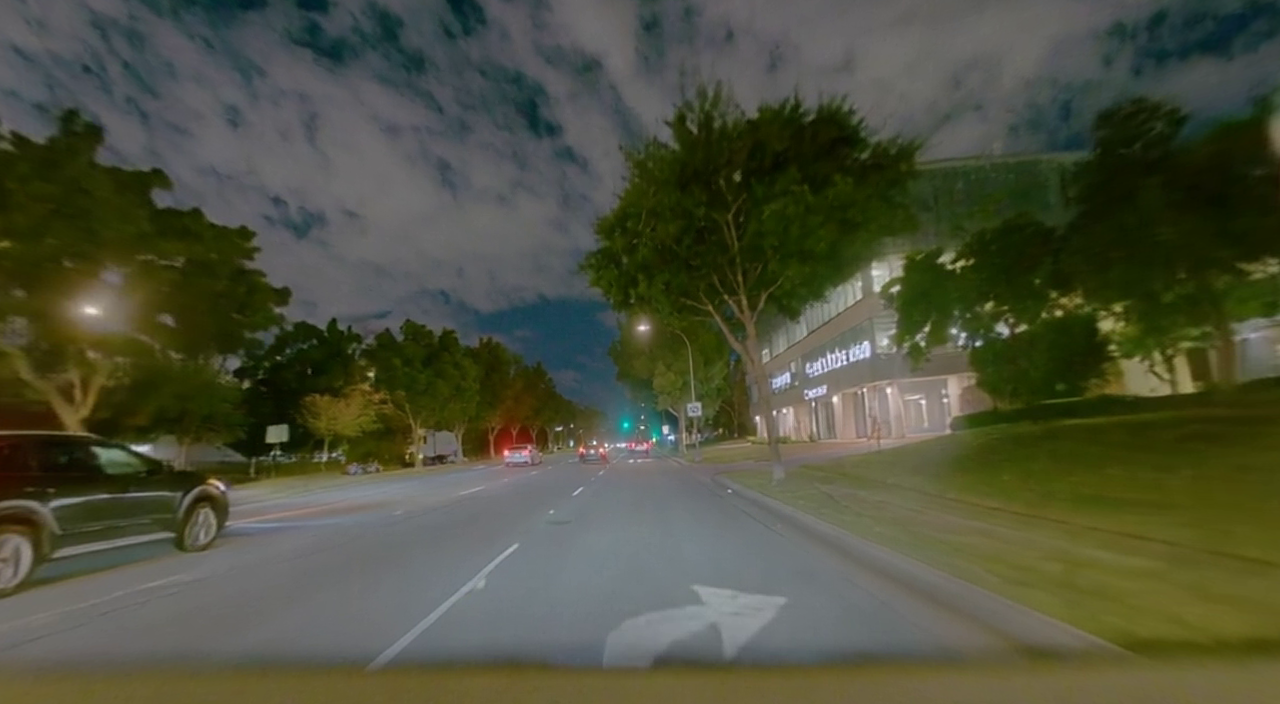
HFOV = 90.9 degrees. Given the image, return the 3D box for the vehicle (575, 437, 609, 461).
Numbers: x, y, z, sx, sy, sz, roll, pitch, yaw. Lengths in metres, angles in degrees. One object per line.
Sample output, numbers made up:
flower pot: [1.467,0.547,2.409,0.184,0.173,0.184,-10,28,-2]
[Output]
vehicle: [-3.402,7.034,45.582,2.100,1.661,3.837,0,-9,1]

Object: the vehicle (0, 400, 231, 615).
vehicle: [-6.586,1.421,5.955,2.137,1.835,4.844,0,-9,0]

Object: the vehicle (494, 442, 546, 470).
vehicle: [-6.689,5.849,35.628,2.072,1.427,4.328,0,-9,0]
